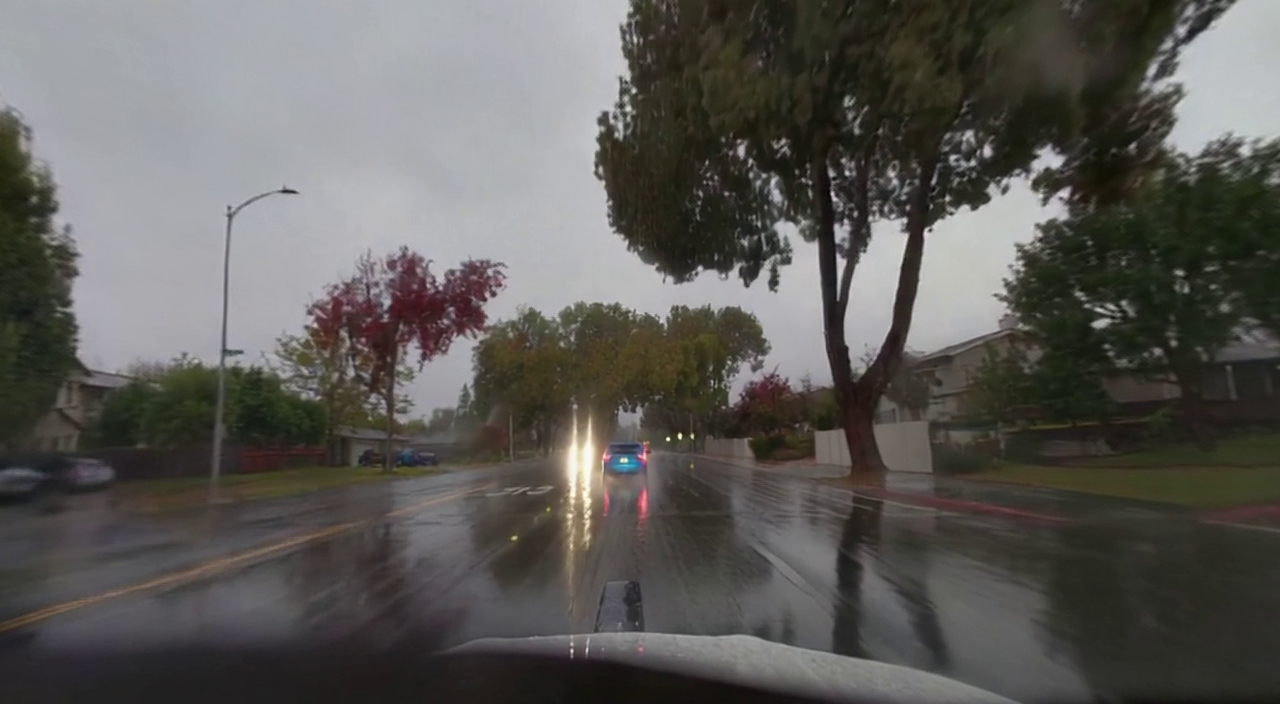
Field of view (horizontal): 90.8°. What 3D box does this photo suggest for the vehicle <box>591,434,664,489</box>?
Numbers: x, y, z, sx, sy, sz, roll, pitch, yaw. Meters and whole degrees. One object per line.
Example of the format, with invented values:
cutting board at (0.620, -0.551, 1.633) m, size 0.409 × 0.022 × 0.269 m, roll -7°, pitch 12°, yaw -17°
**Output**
vehicle at (-0.397, 3.575, 20.939) m, size 2.181 × 1.639 × 4.127 m, roll 0°, pitch -8°, yaw 0°
